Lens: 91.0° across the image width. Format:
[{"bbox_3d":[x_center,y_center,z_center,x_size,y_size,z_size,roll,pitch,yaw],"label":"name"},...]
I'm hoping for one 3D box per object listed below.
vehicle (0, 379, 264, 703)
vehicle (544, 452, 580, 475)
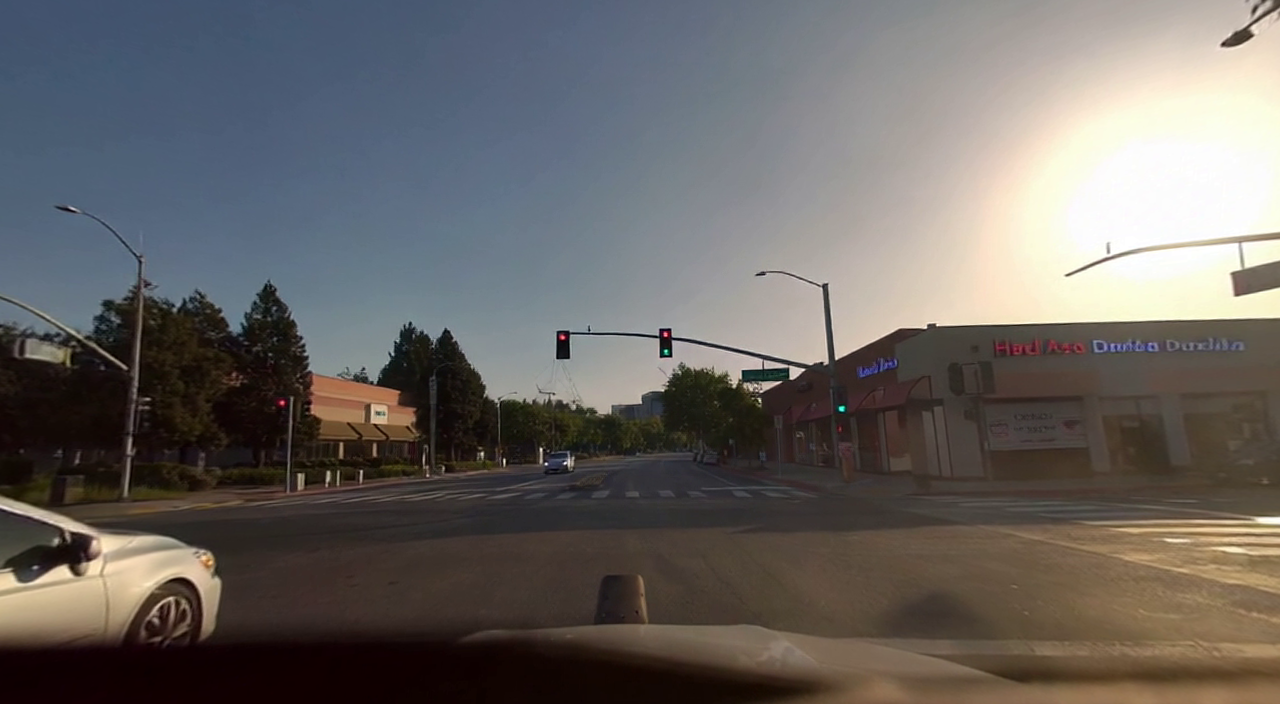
[{"bbox_3d":[-3.496,0.853,1.972,1.947,1.627,4.248,0,-9,1],"label":"vehicle"},{"bbox_3d":[-5.936,8.516,48.361,1.967,1.633,4.325,0,-9,3],"label":"vehicle"}]
